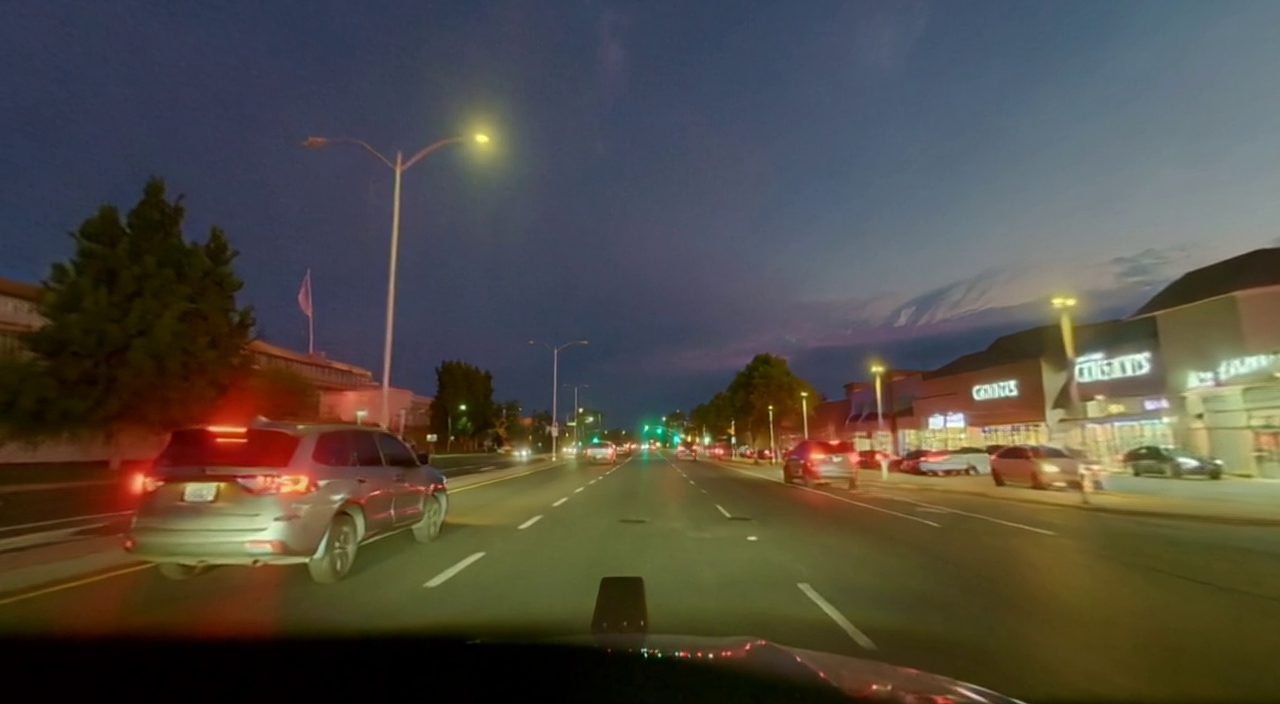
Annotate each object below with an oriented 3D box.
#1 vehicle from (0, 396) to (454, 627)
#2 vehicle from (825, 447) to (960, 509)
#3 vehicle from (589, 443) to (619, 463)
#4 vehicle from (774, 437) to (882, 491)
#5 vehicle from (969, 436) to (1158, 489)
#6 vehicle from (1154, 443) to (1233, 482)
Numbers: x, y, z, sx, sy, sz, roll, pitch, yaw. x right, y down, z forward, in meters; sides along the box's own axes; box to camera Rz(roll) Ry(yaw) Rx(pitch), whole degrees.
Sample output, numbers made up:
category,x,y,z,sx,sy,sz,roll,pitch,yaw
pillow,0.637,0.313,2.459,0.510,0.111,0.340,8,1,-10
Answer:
category,x,y,z,sx,sy,sz,roll,pitch,yaw
vehicle,-3.552,1.429,6.545,1.983,1.635,3.957,0,-8,1
vehicle,6.710,3.361,17.372,1.888,1.425,4.547,0,-8,1
vehicle,-2.705,7.760,48.711,2.005,1.446,4.265,0,-8,1
vehicle,6.913,4.178,24.073,2.335,1.790,5.991,0,-8,1
vehicle,15.208,3.934,22.875,5.326,1.690,2.007,-8,-11,42
vehicle,26.395,5.191,30.000,4.673,1.696,1.922,7,-11,-39
